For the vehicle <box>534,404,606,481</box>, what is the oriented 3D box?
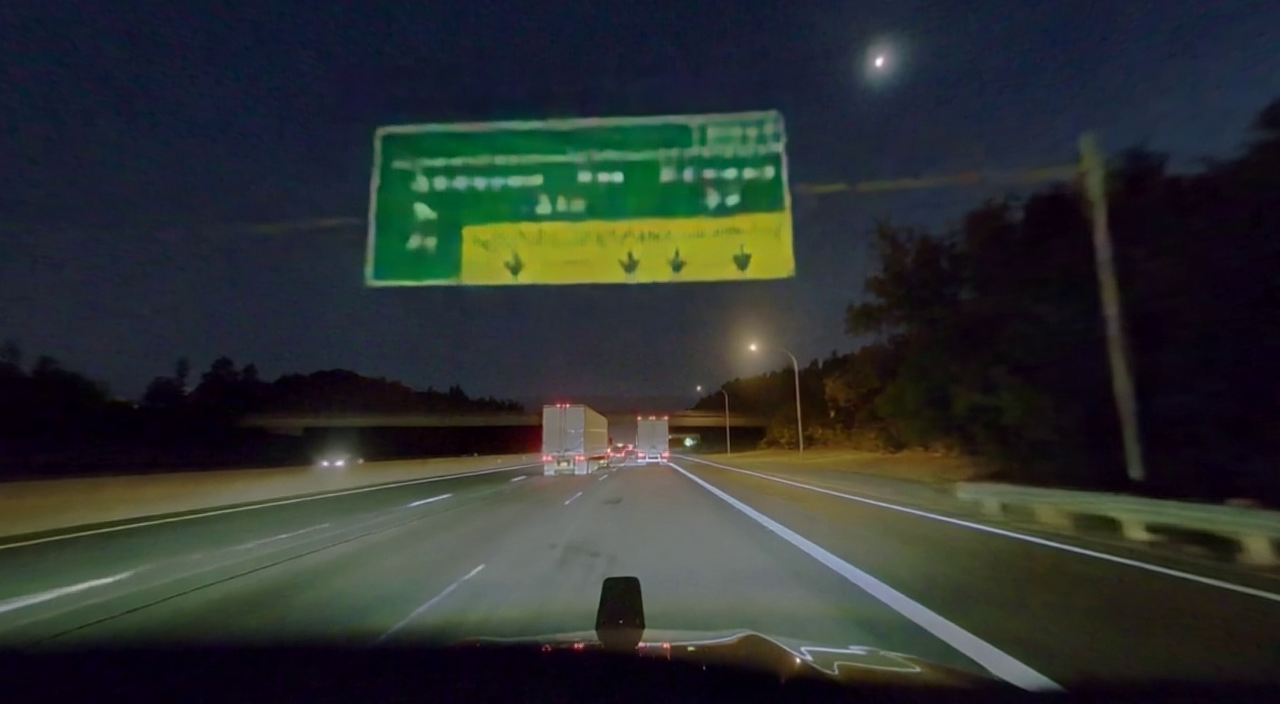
[{"bbox_3d":[-3.182,4.444,30.602,2.696,3.266,7.062,0,-9,0],"label":"vehicle"}]
